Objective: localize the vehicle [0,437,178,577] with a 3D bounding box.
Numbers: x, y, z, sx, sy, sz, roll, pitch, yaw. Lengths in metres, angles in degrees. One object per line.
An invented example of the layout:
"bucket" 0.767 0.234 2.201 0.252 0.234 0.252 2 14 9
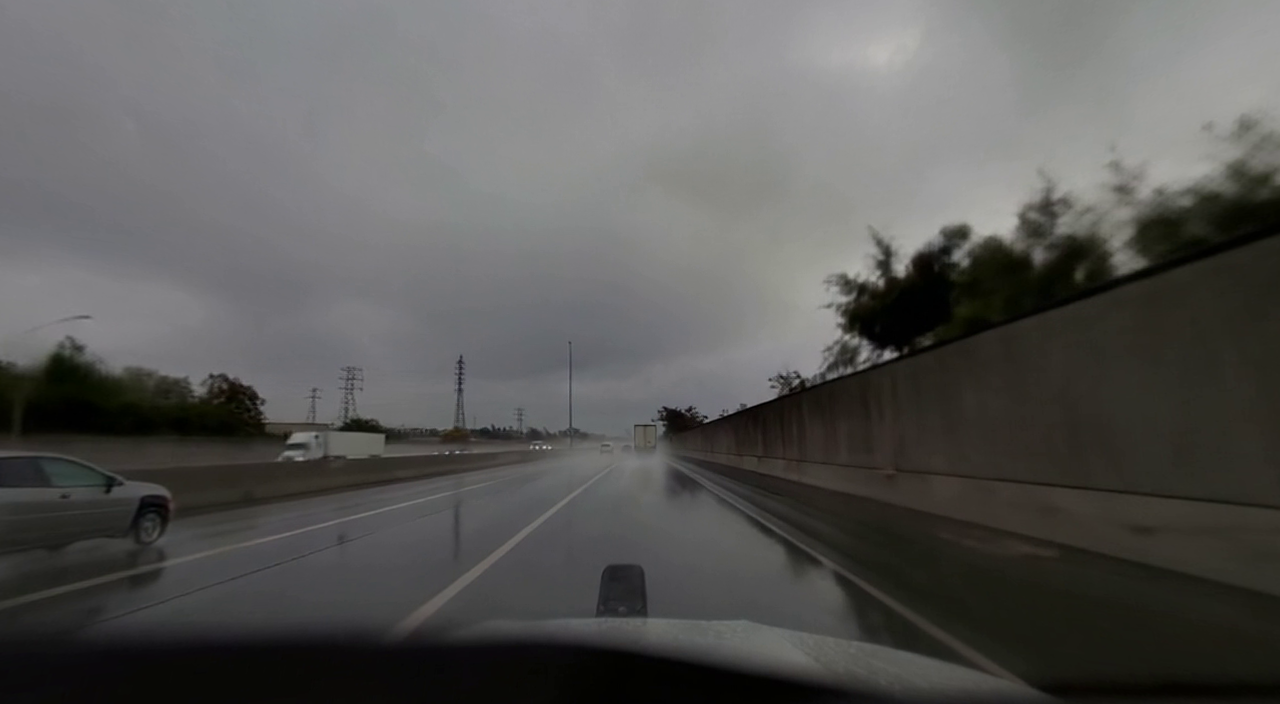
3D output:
"vehicle" -7.768 1.679 6.904 1.979 1.470 4.485 0 -8 1
